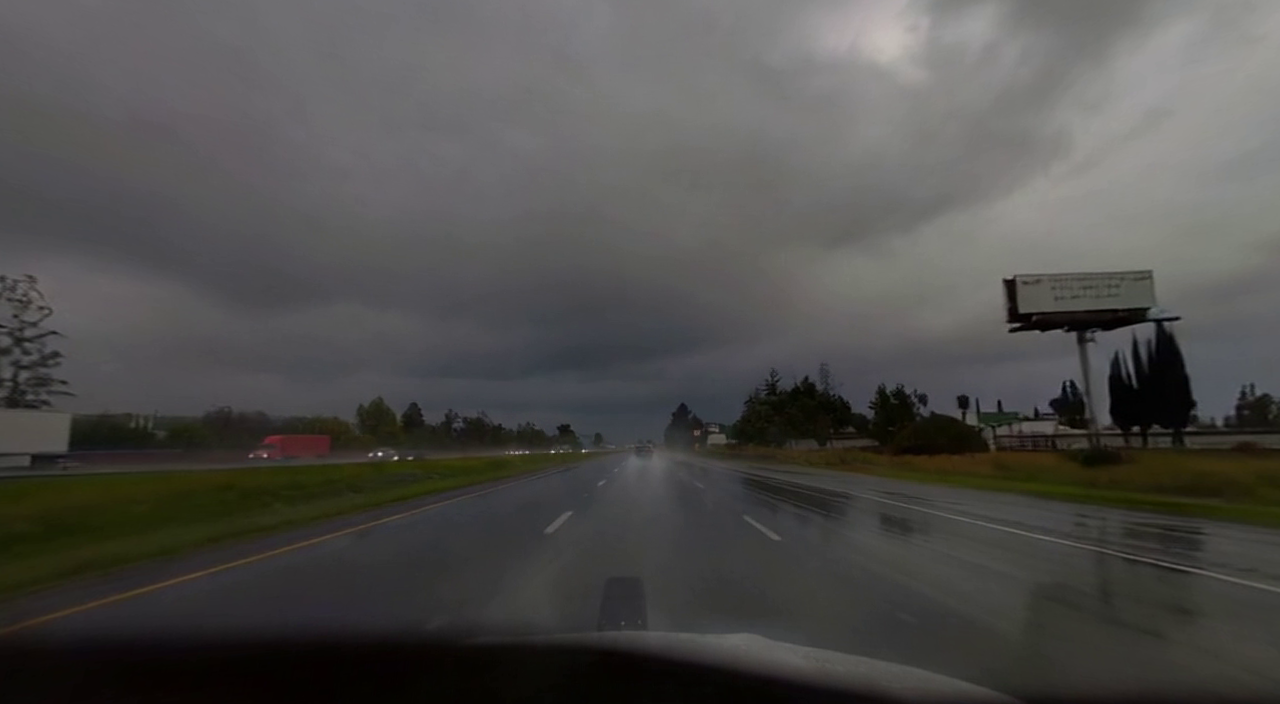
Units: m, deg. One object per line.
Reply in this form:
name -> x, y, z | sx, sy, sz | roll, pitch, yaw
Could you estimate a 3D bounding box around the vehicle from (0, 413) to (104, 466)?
vehicle -> -44.565, 5.910, 42.389 | 3.093, 3.535, 15.819 | 0, -9, 0
